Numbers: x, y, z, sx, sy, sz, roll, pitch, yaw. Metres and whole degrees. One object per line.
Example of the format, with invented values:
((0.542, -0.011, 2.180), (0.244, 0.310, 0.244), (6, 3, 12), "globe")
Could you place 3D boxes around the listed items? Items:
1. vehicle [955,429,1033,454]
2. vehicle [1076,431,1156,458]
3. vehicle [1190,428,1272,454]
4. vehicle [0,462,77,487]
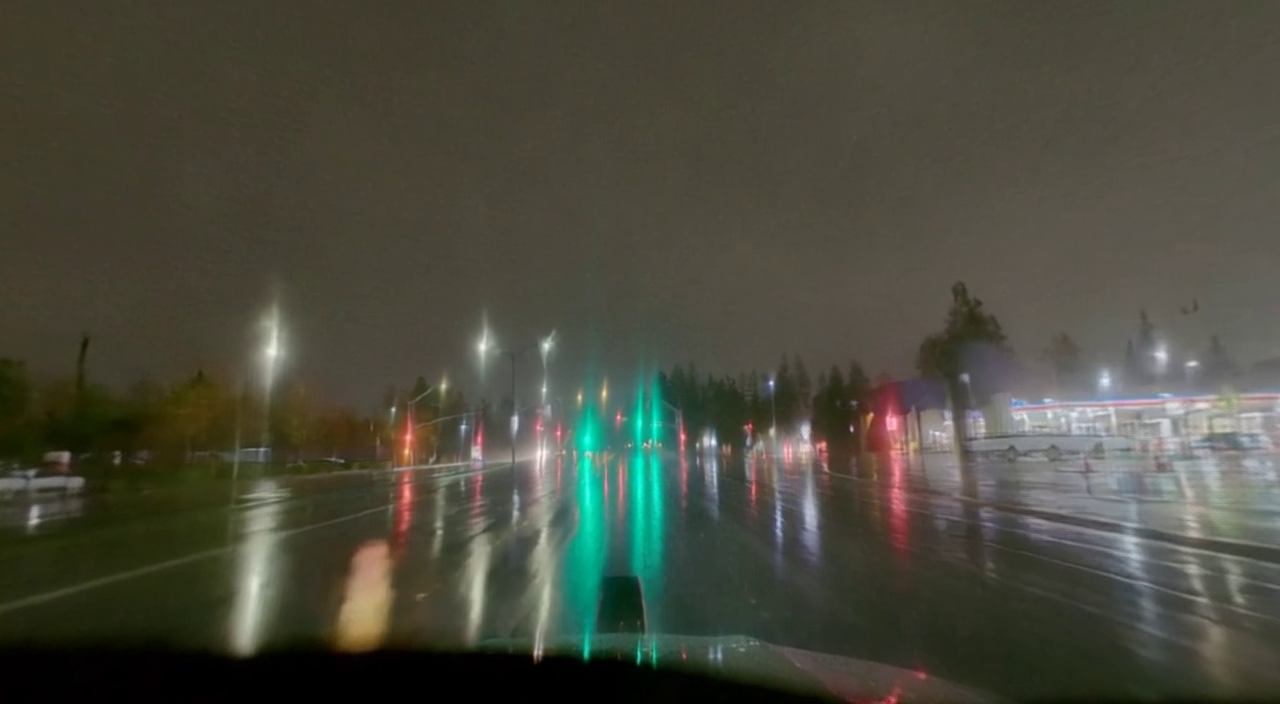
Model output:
((20.746, 5.262, 37.083), (3.526, 1.430, 1.698), (0, -8, 1), "vehicle")
((29.790, 5.814, 39.687), (1.784, 1.567, 3.930), (-2, -9, -1), "vehicle")
((38.033, 5.701, 40.769), (1.661, 1.428, 3.702), (-2, -6, 0), "vehicle")
((-39.340, 7.905, 40.926), (1.676, 1.381, 4.392), (0, -8, 1), "vehicle")
